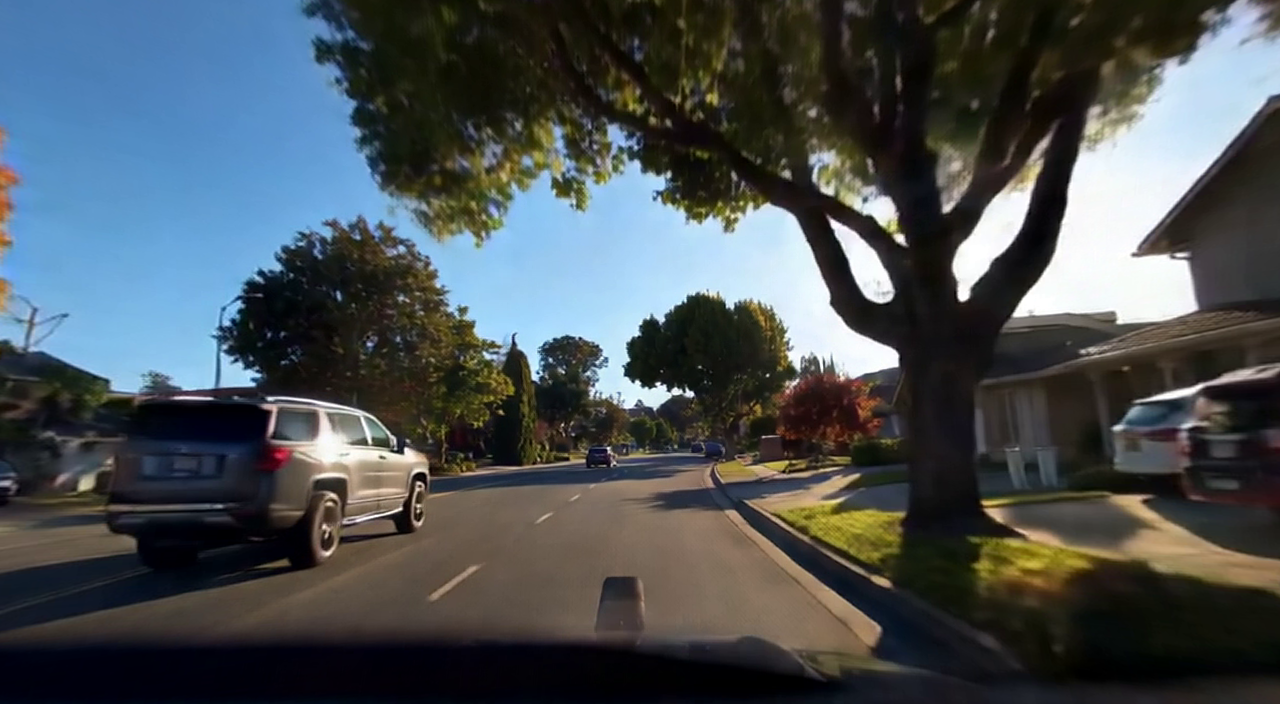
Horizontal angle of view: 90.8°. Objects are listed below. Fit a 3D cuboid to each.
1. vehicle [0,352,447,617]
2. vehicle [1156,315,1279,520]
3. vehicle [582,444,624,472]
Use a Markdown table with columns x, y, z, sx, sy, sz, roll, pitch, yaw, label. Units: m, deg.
| x | y | z | sx | sy | sz | roll | pitch | yaw | label |
| --- | --- | --- | --- | --- | --- | --- | --- | --- | --- |
| -4.171 | 1.417 | 7.614 | 2.085 | 2.084 | 5.133 | 0 | -9 | 0 | vehicle |
| 8.801 | 0.611 | 6.005 | 5.492 | 1.923 | 2.103 | -3 | -9 | 22 | vehicle |
| -2.287 | 6.670 | 40.093 | 2.001 | 1.664 | 4.174 | -1 | -9 | 6 | vehicle |
